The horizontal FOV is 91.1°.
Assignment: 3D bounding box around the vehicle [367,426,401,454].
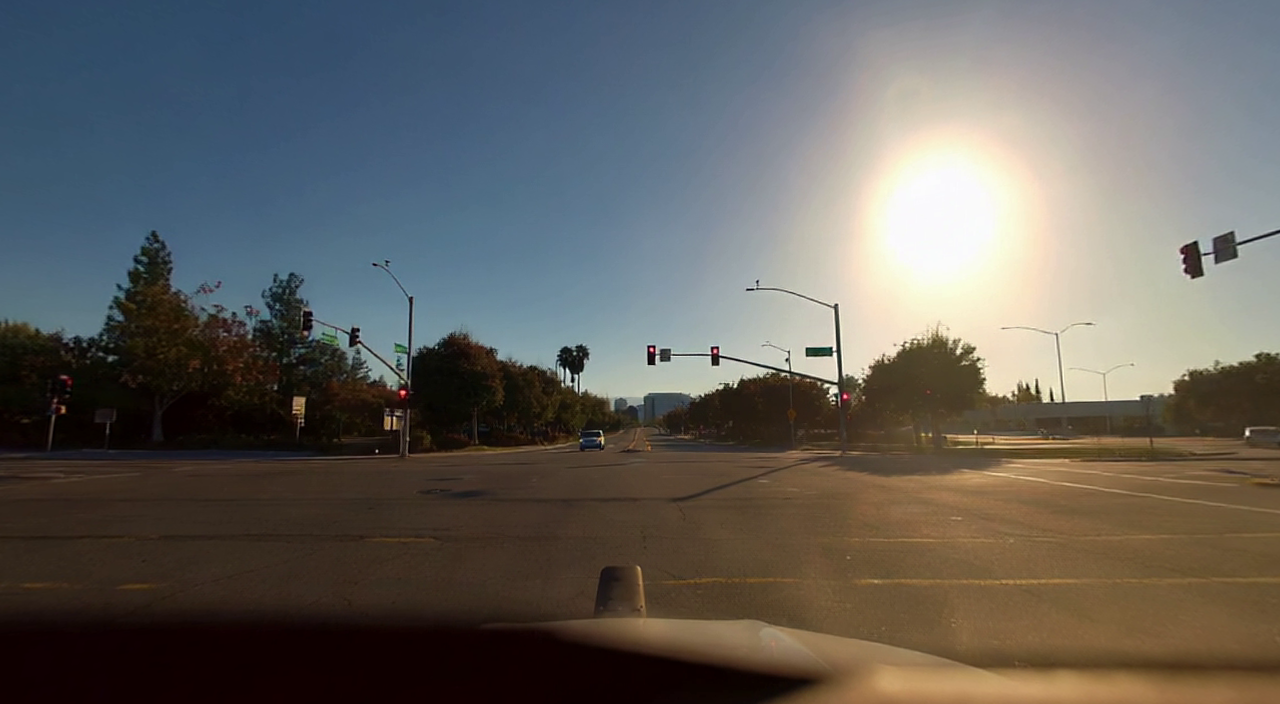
[{"bbox_3d":[-19.971,6.851,48.891,1.873,2.079,2.879,5,-10,-33],"label":"vehicle"}]
